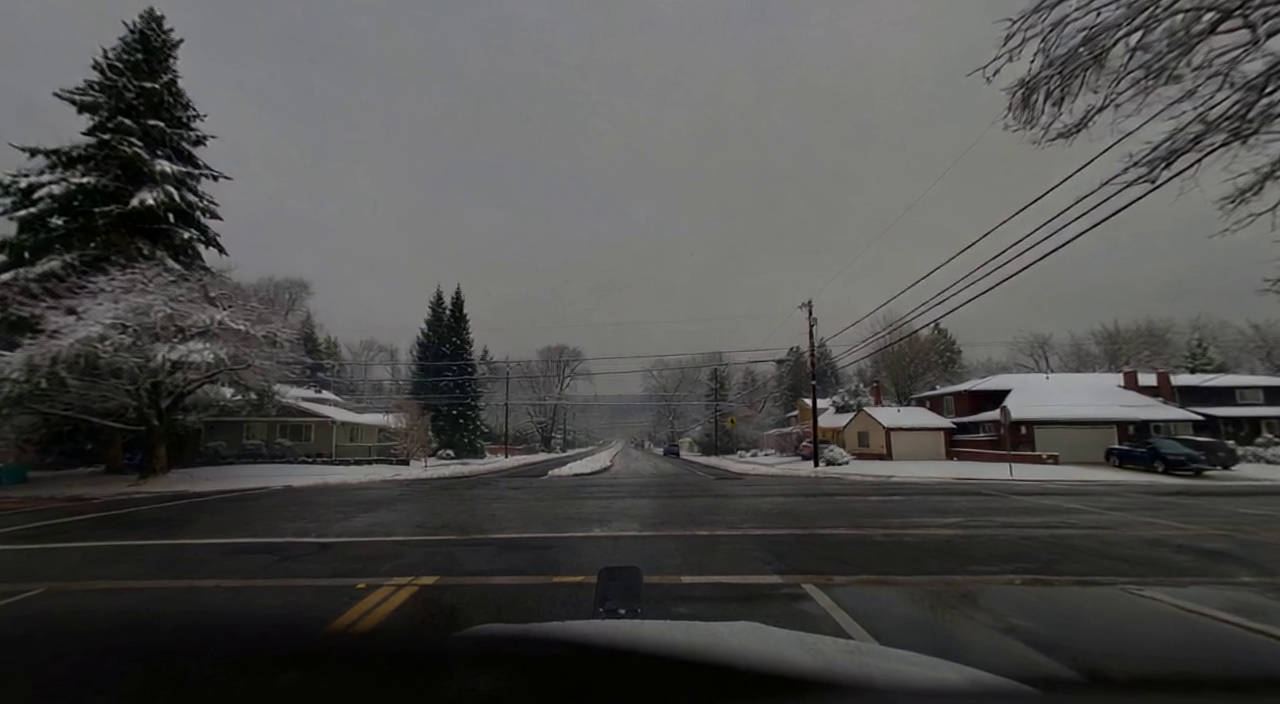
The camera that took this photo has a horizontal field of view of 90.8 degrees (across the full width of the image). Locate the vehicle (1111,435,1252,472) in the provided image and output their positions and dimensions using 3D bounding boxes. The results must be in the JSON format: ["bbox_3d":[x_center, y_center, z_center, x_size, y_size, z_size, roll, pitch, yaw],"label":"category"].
[{"bbox_3d":[26.323,4.963,31.055,2.152,1.606,5.402,0,-9,0],"label":"vehicle"}]
